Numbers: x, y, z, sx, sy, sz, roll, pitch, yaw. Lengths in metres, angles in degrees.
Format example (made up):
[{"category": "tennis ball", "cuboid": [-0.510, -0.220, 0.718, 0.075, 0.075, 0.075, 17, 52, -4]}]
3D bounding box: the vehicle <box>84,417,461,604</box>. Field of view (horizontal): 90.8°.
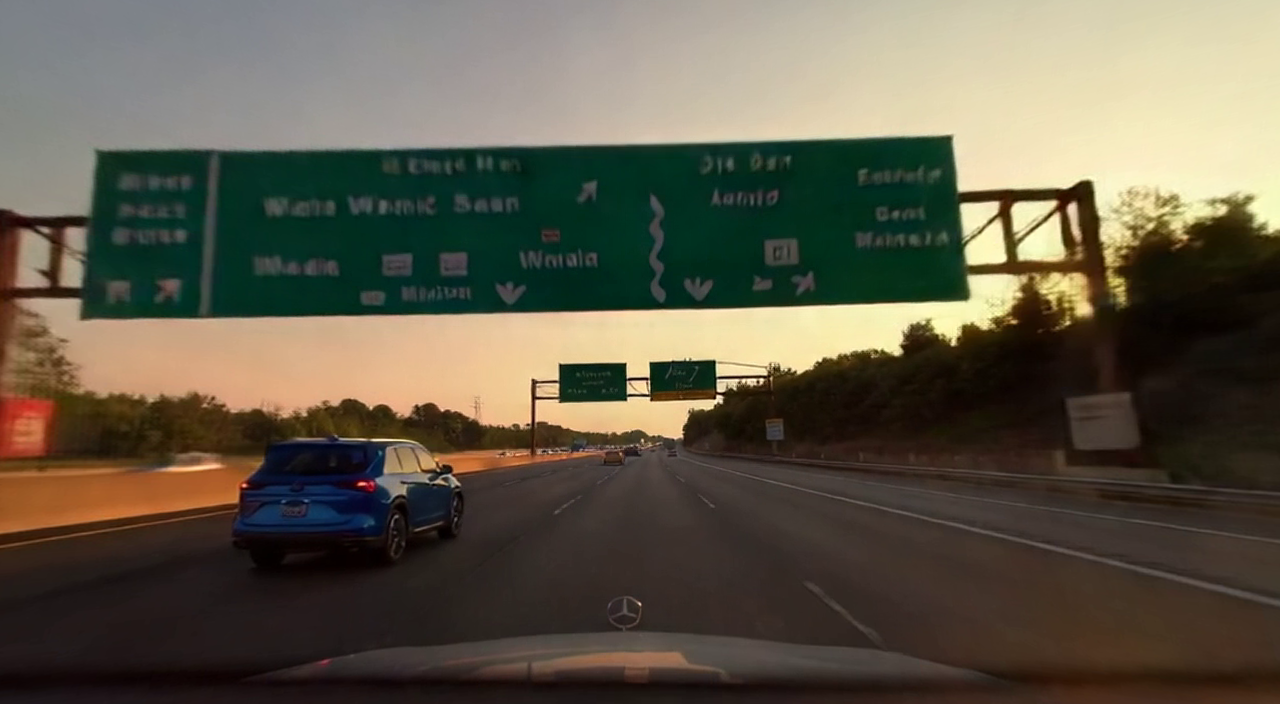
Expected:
[{"category": "vehicle", "cuboid": [-3.810, 1.700, 7.645, 2.016, 1.623, 4.126, 0, -9, 1]}]
